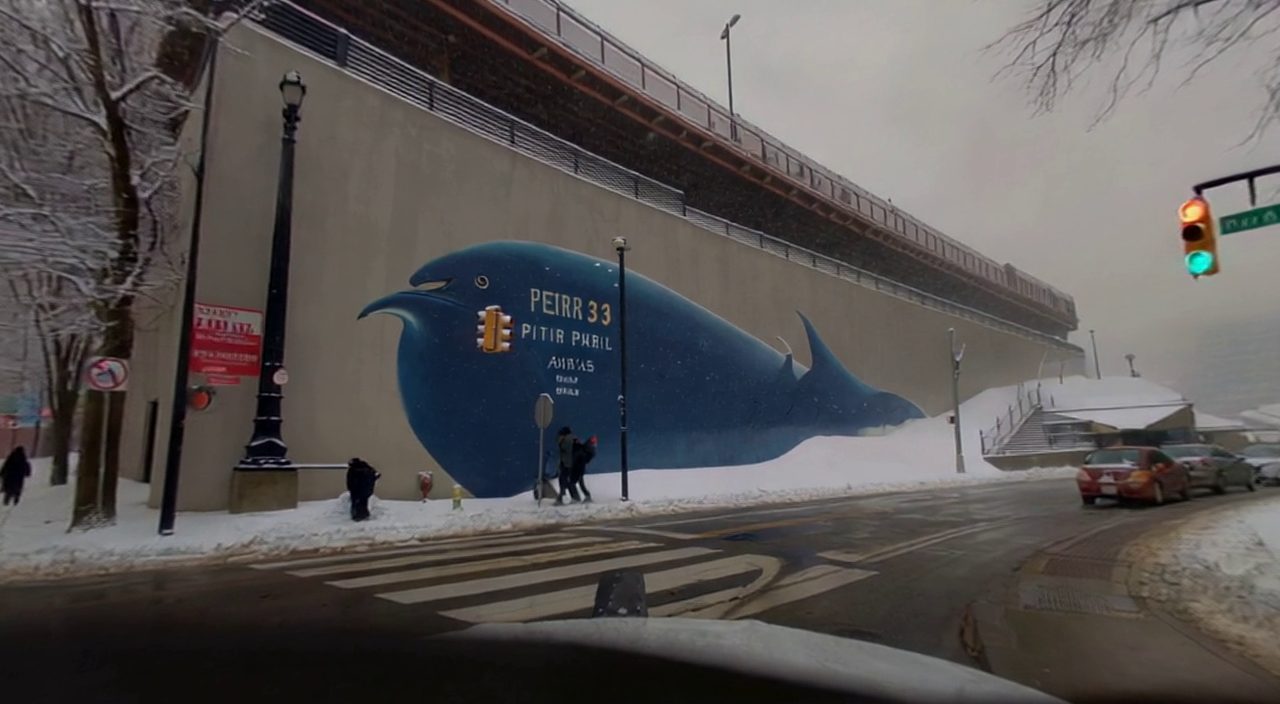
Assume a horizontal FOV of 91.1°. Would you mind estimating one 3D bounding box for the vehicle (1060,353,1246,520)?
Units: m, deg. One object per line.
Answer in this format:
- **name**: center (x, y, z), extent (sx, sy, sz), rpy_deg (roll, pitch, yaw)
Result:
- **vehicle**: center (15.789, 2.564, 18.954), extent (9.347, 3.893, 2.849), rpy_deg (8, -12, -43)
